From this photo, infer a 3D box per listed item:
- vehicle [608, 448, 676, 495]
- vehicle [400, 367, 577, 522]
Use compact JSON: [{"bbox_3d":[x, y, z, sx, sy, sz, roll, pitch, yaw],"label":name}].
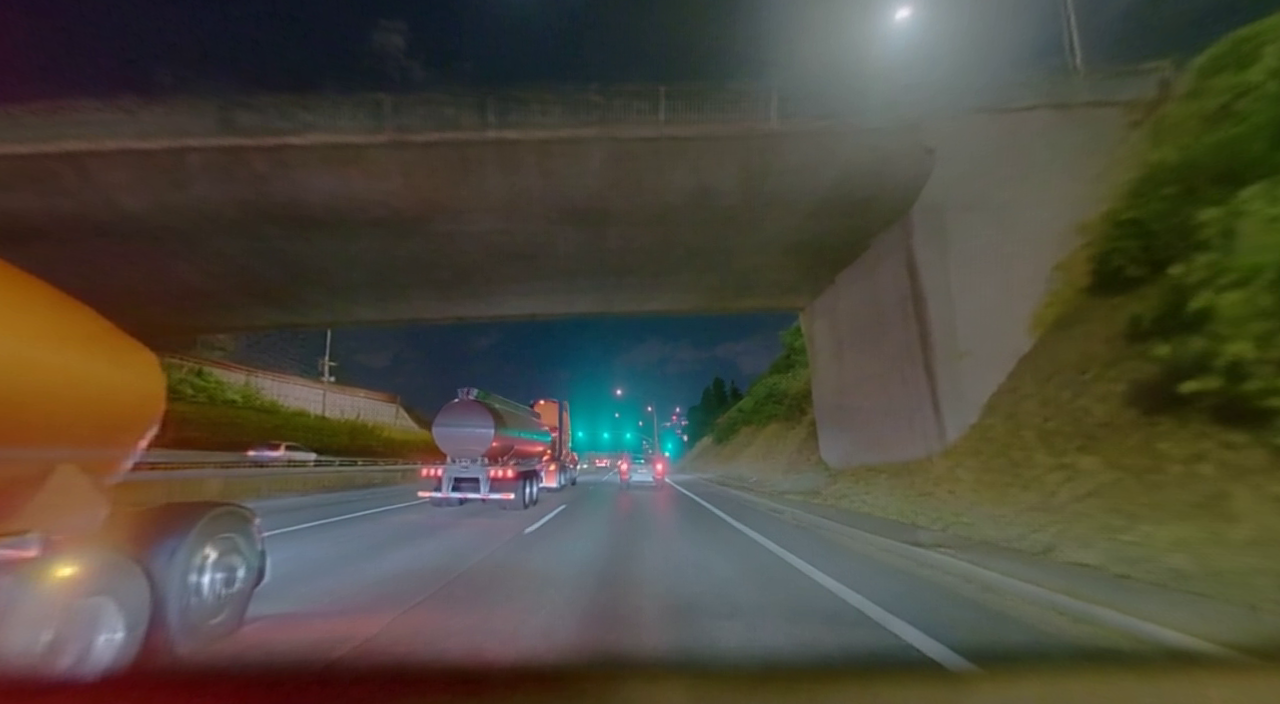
[{"bbox_3d":[0.020,4.208,22.605,2.215,1.481,4.246,0,-9,-1],"label":"vehicle"},{"bbox_3d":[-4.178,3.195,21.864,2.896,3.563,14.643,0,-9,-1],"label":"vehicle"}]
